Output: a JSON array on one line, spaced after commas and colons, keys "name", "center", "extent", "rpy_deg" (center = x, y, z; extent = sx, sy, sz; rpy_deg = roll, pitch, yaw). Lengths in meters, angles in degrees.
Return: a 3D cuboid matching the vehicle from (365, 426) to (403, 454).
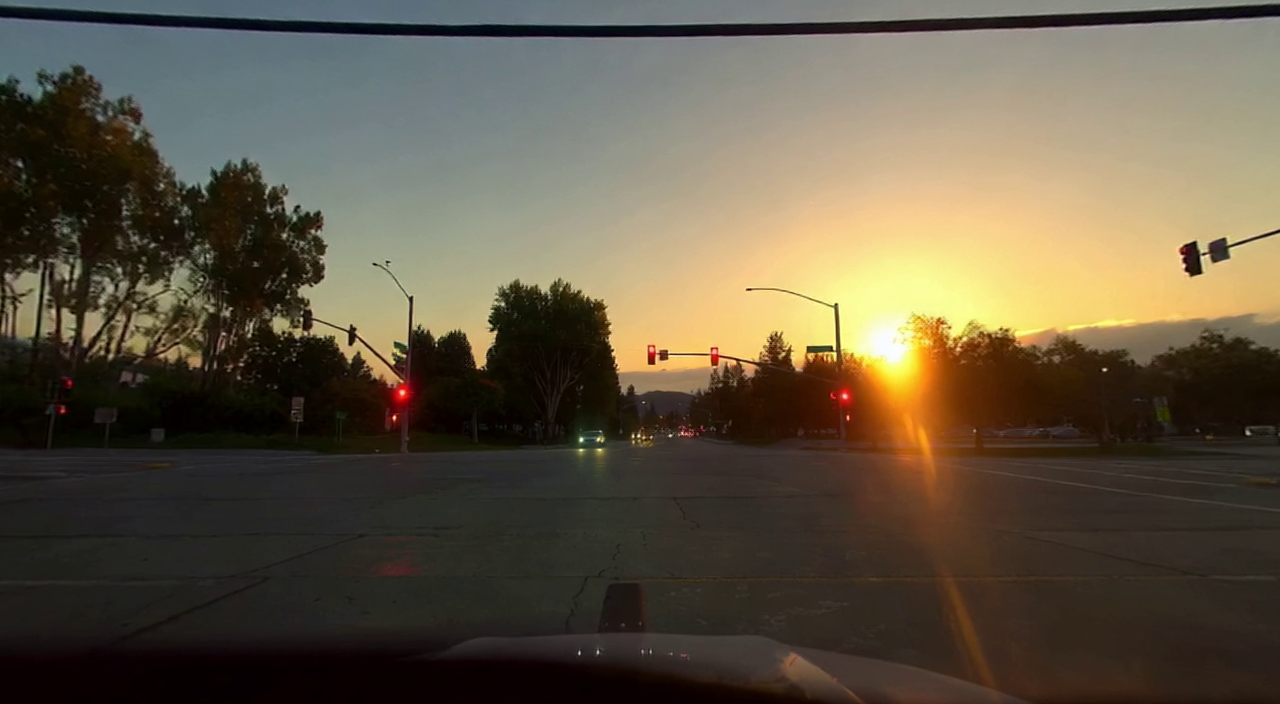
[{"name": "vehicle", "center": [-19.982, 6.847, 48.944], "extent": [1.873, 2.079, 2.879], "rpy_deg": [6, -11, -37]}]
